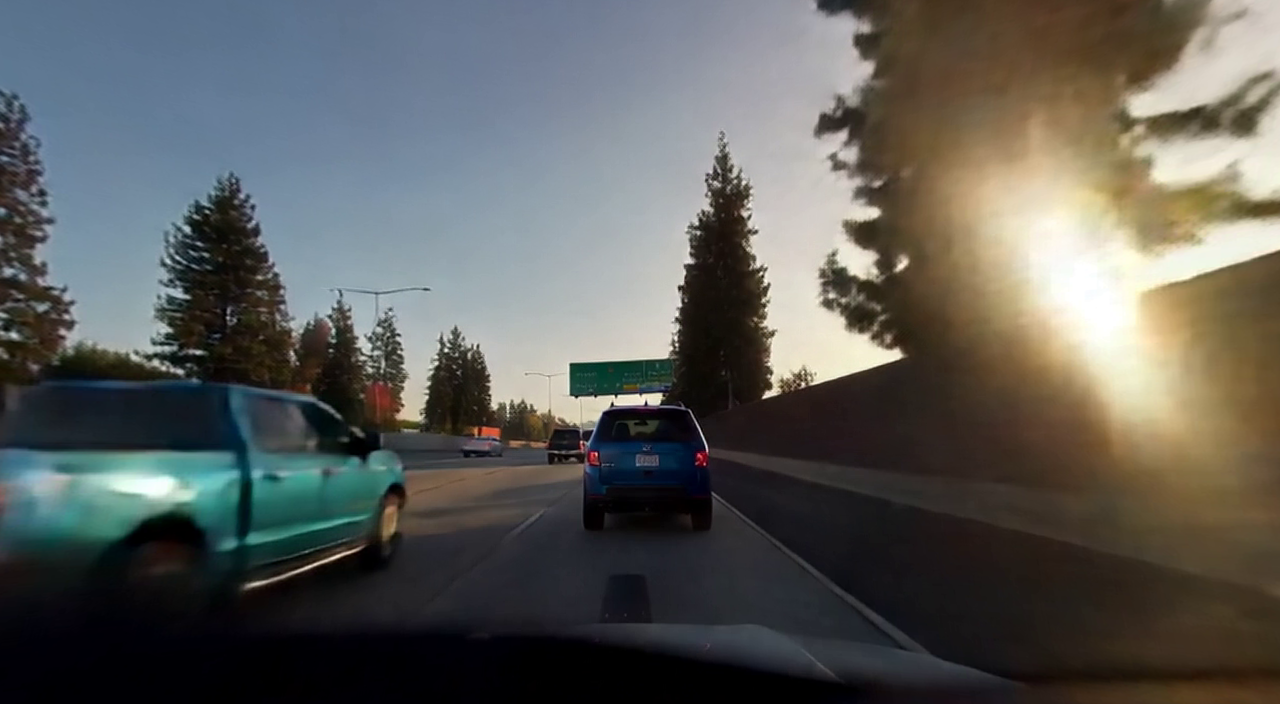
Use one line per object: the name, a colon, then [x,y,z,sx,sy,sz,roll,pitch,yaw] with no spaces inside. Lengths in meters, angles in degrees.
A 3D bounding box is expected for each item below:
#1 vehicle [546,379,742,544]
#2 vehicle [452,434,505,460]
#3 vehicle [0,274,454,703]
vehicle: [0.060,1.693,10.184,2.395,2.013,4.734,0,-8,0]
vehicle: [-10.152,6.029,40.074,2.002,1.484,4.798,0,-8,1]
vehicle: [-3.342,0.960,4.296,2.235,1.826,6.106,0,-8,1]
